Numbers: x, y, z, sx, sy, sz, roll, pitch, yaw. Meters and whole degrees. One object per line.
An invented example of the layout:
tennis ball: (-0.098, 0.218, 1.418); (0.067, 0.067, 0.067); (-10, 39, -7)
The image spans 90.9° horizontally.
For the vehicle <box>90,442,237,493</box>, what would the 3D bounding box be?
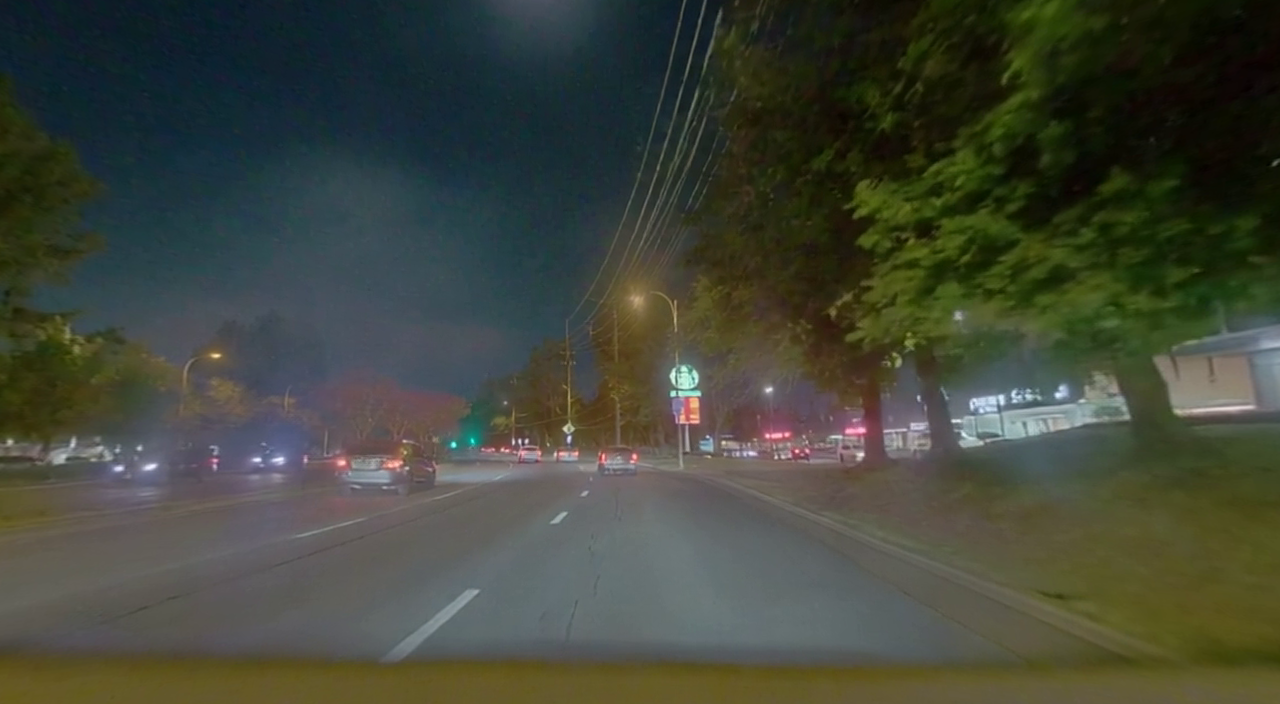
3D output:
vehicle: (-18.997, 4.610, 25.560); (2.118, 1.853, 5.012); (1, -9, -2)

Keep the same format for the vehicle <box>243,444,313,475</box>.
vehicle: (-25.148, 7.478, 44.086); (2.236, 1.962, 5.539); (0, -9, -8)

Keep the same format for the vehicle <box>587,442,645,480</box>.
vehicle: (-1.111, 4.632, 26.974); (2.130, 1.476, 4.453); (1, -9, -6)

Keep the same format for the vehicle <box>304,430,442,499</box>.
vehicle: (-7.640, 3.259, 18.643); (2.195, 1.752, 4.515); (1, -9, -2)

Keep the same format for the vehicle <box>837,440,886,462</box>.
vehicle: (16.444, 7.387, 47.105); (1.795, 1.485, 4.601); (0, -9, -2)
